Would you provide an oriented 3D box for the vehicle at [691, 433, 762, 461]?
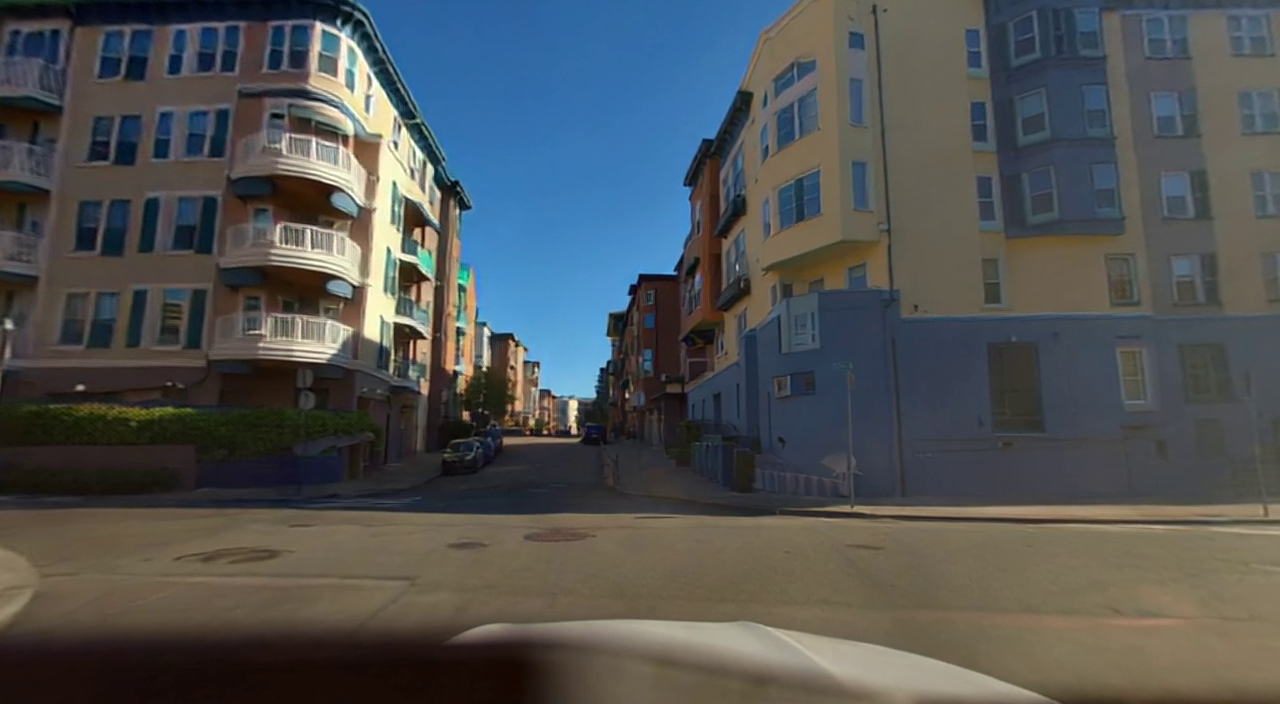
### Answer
[{"bbox_3d":[4.525,4.974,33.092,3.404,1.431,1.641,1,-8,-7],"label":"vehicle"}]

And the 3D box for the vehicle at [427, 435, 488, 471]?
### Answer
[{"bbox_3d":[-7.910,4.392,27.603,1.897,1.431,3.741,1,-8,-6],"label":"vehicle"}]

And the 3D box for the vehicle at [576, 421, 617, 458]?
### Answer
[{"bbox_3d":[-2.646,5.191,37.359,2.072,2.074,4.358,1,-8,-9],"label":"vehicle"}]
